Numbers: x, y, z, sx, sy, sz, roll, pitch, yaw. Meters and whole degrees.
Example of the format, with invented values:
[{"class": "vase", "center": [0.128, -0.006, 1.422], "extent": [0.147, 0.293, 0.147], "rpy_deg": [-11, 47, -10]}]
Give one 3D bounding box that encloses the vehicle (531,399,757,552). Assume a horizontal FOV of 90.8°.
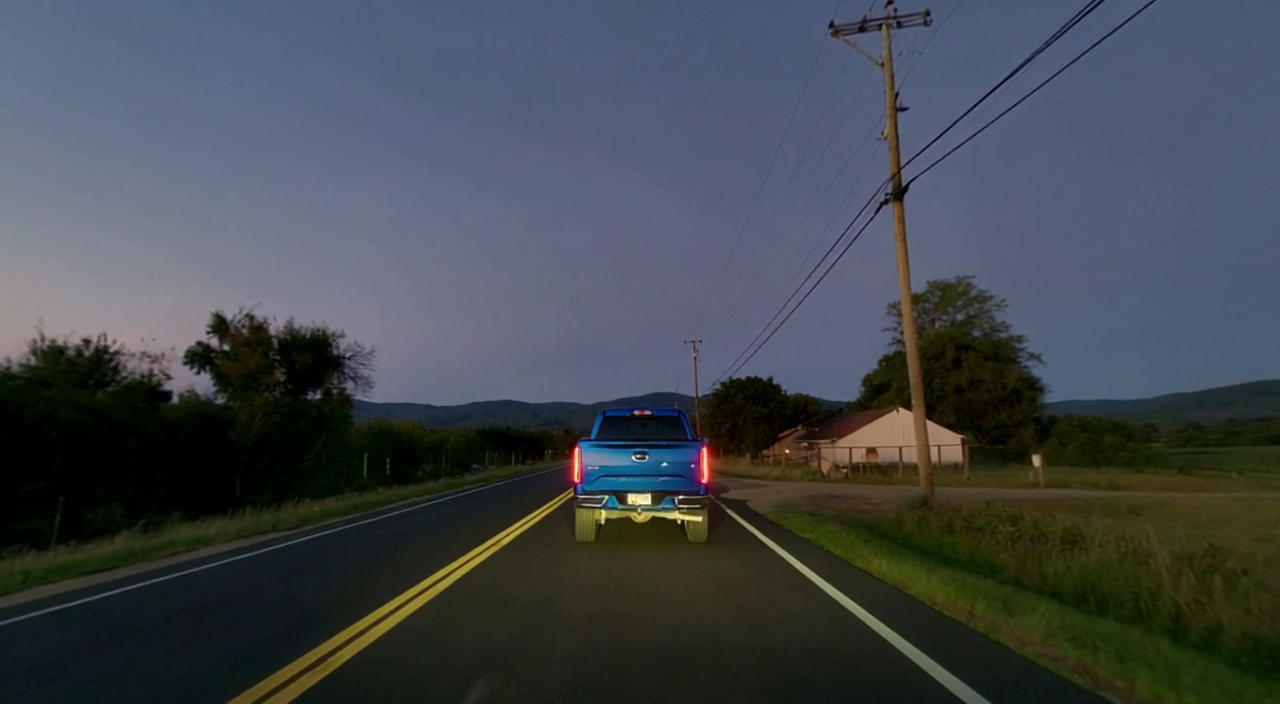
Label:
[{"class": "vehicle", "center": [0.015, 1.958, 10.794], "extent": [2.774, 1.861, 5.885], "rpy_deg": [0, -8, -1]}]
